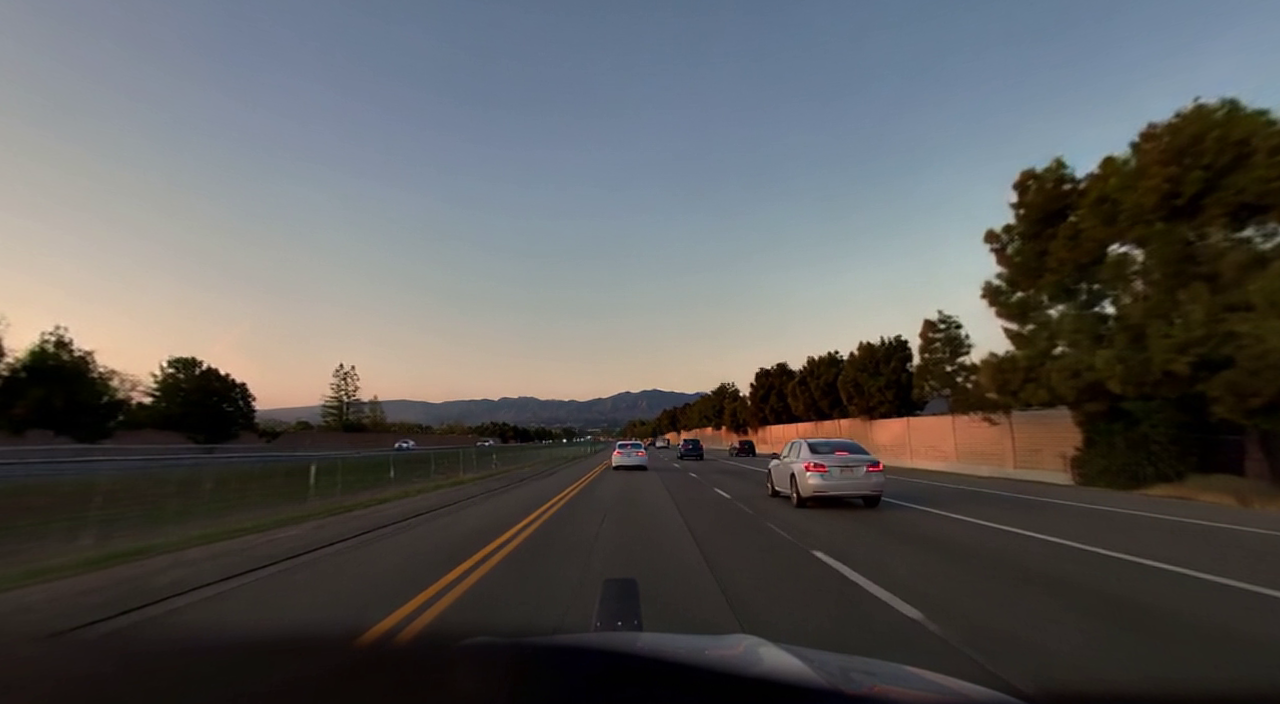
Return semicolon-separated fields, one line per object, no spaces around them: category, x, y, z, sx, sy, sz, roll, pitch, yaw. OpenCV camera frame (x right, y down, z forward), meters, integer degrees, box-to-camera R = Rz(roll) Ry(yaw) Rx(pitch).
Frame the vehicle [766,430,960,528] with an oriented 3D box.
vehicle;3.752;2.212;11.541;1.957;1.447;4.241;0;-8;-1

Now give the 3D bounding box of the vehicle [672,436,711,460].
vehicle;3.801;7.225;47.339;2.436;1.704;4.694;0;-8;-1

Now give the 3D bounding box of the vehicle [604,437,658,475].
vehicle;-0.356;4.352;26.534;2.085;1.449;3.860;0;-8;0

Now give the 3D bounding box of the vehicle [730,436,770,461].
vehicle;7.716;6.843;44.621;1.996;1.637;3.990;0;-8;-1
